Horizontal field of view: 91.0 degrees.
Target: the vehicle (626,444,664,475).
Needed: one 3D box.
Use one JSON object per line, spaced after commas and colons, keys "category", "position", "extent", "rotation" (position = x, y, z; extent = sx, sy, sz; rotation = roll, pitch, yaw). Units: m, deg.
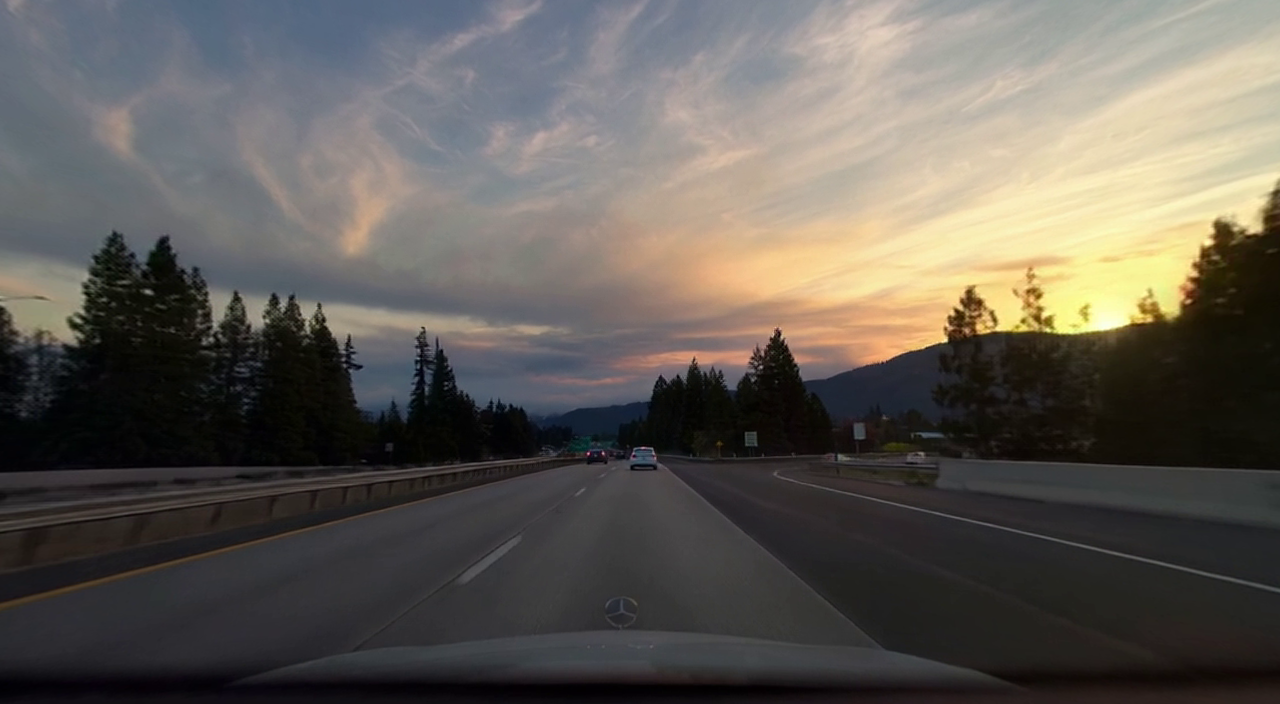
{"category": "vehicle", "position": [0.280, 6.363, 37.418], "extent": [2.130, 1.684, 3.826], "rotation": [0, -9, 0]}
